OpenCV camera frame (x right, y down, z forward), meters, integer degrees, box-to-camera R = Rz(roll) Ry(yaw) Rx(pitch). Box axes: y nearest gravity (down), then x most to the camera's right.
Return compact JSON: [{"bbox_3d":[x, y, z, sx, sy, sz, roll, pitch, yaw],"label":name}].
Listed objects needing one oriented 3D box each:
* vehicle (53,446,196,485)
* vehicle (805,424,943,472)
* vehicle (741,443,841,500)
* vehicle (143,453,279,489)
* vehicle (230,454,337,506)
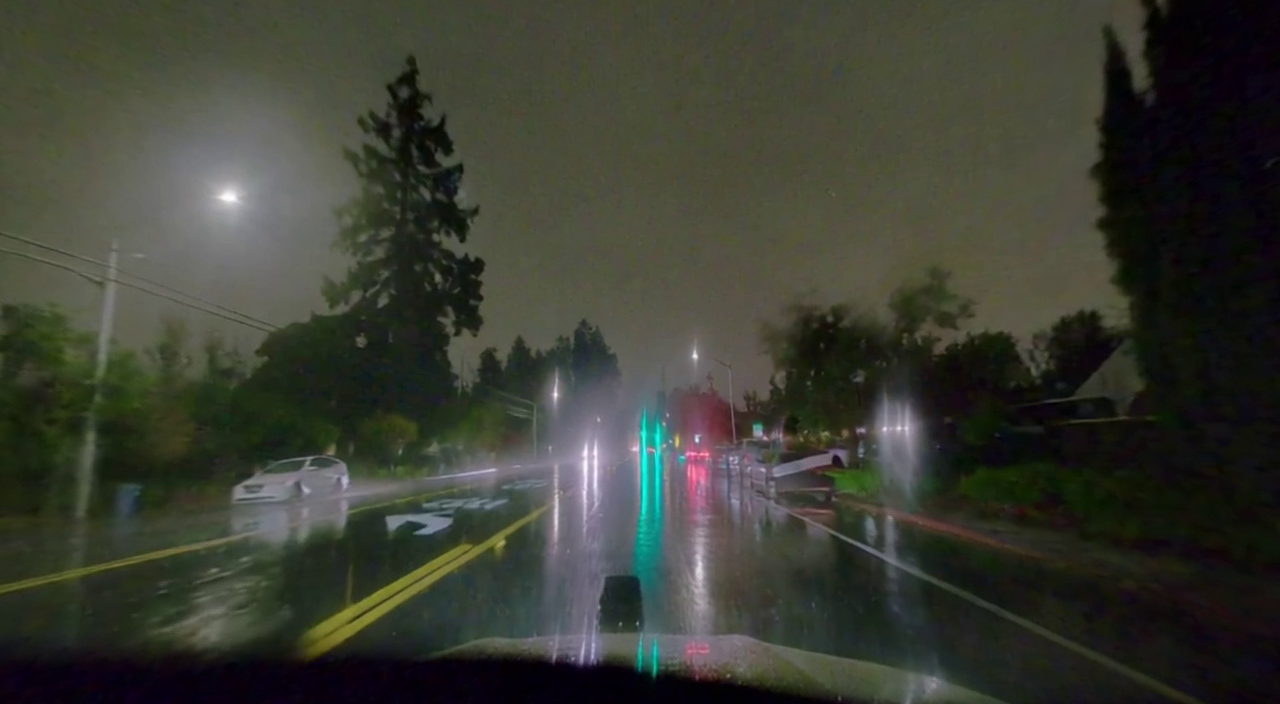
[{"bbox_3d":[-25.341,5.581,31.090,5.153,1.806,2.136,0,-8,1],"label":"vehicle"},{"bbox_3d":[10.970,4.527,29.813,5.561,1.953,2.150,-2,-8,-1],"label":"vehicle"},{"bbox_3d":[4.405,3.536,19.078,1.918,1.510,4.323,0,-8,0],"label":"vehicle"},{"bbox_3d":[-19.646,5.456,29.001,4.833,1.500,1.896,0,-8,-1],"label":"vehicle"},{"bbox_3d":[-12.892,4.614,23.057,1.879,1.491,3.678,-3,-7,-1],"label":"vehicle"}]
